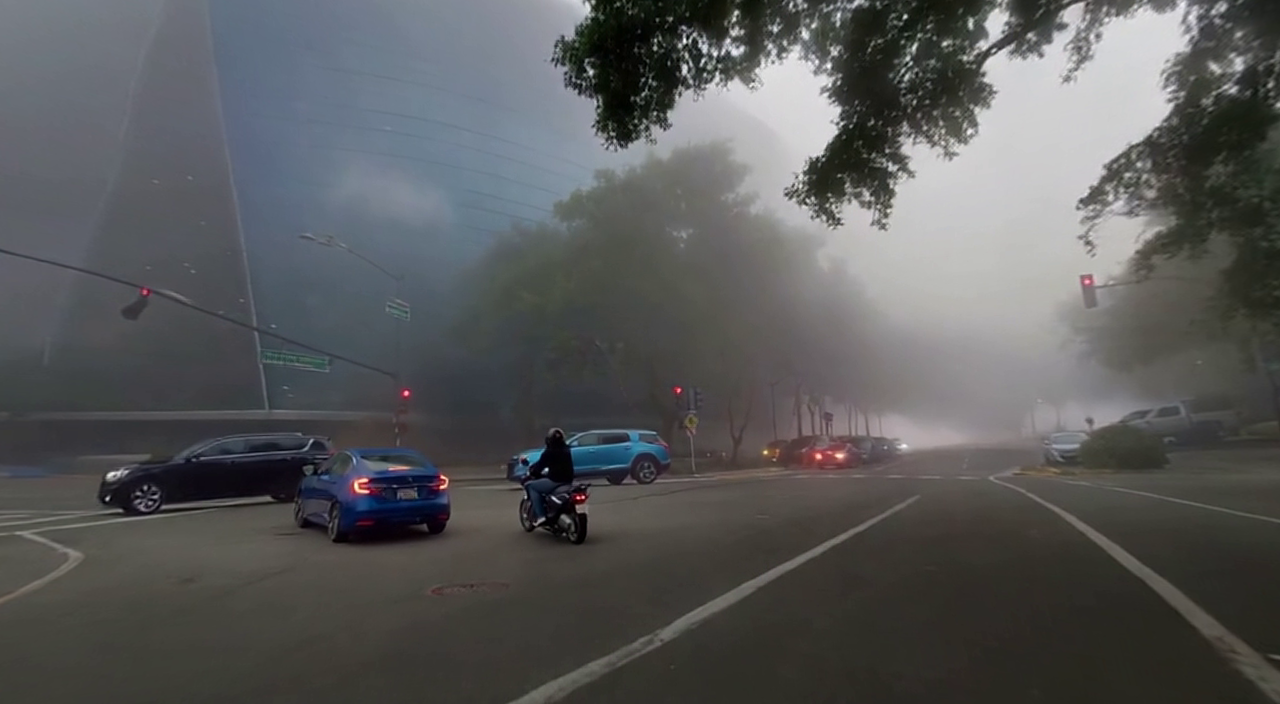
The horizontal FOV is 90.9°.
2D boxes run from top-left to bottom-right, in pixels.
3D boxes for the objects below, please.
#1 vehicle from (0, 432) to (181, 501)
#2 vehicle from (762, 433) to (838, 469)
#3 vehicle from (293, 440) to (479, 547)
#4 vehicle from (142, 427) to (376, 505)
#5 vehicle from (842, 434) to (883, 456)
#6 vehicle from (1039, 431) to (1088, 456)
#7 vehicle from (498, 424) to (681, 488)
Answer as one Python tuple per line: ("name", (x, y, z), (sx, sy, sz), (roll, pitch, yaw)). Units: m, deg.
("vehicle", (-15.599, 3.129, 17.465), (4.380, 1.727, 2.052), (-2, -8, 10))
("vehicle", (8.100, 4.912, 31.621), (2.084, 1.656, 4.583), (-6, -10, 35))
("vehicle", (-4.595, 2.288, 11.034), (2.009, 1.450, 4.182), (5, -10, -35))
("vehicle", (-9.330, 2.812, 15.755), (4.583, 1.755, 1.936), (-1, -8, 2))
("vehicle", (16.356, 6.836, 46.320), (2.024, 1.543, 4.028), (-5, -9, 30))
("vehicle", (26.266, 5.681, 39.251), (1.872, 1.467, 4.385), (-4, -9, 26))
("vehicle", (-1.700, 3.545, 21.879), (5.833, 1.960, 2.341), (4, -9, -27))
